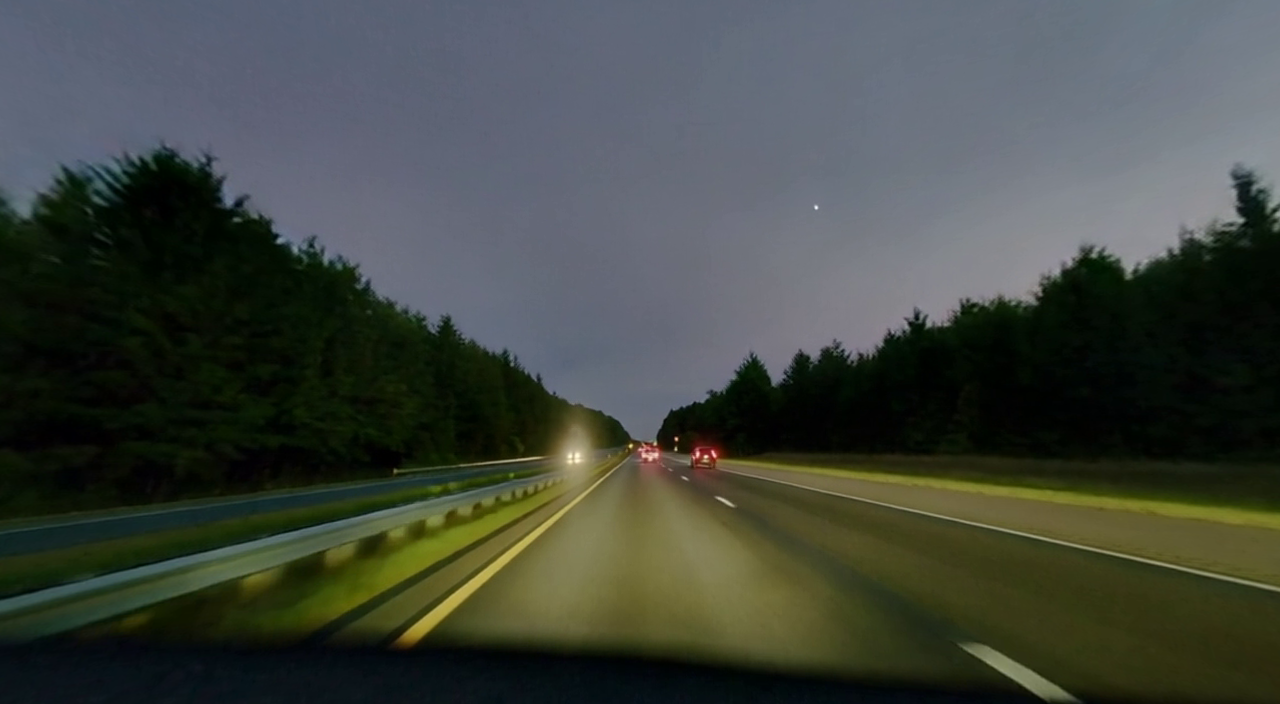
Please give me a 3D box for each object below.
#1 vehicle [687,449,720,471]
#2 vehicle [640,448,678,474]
[{"bbox_3d":[4.471,7.645,44.714,1.846,1.485,3.679,0,-9,-1],"label":"vehicle"},{"bbox_3d":[1.121,6.775,39.232,2.162,1.492,3.975,0,-9,0],"label":"vehicle"}]
